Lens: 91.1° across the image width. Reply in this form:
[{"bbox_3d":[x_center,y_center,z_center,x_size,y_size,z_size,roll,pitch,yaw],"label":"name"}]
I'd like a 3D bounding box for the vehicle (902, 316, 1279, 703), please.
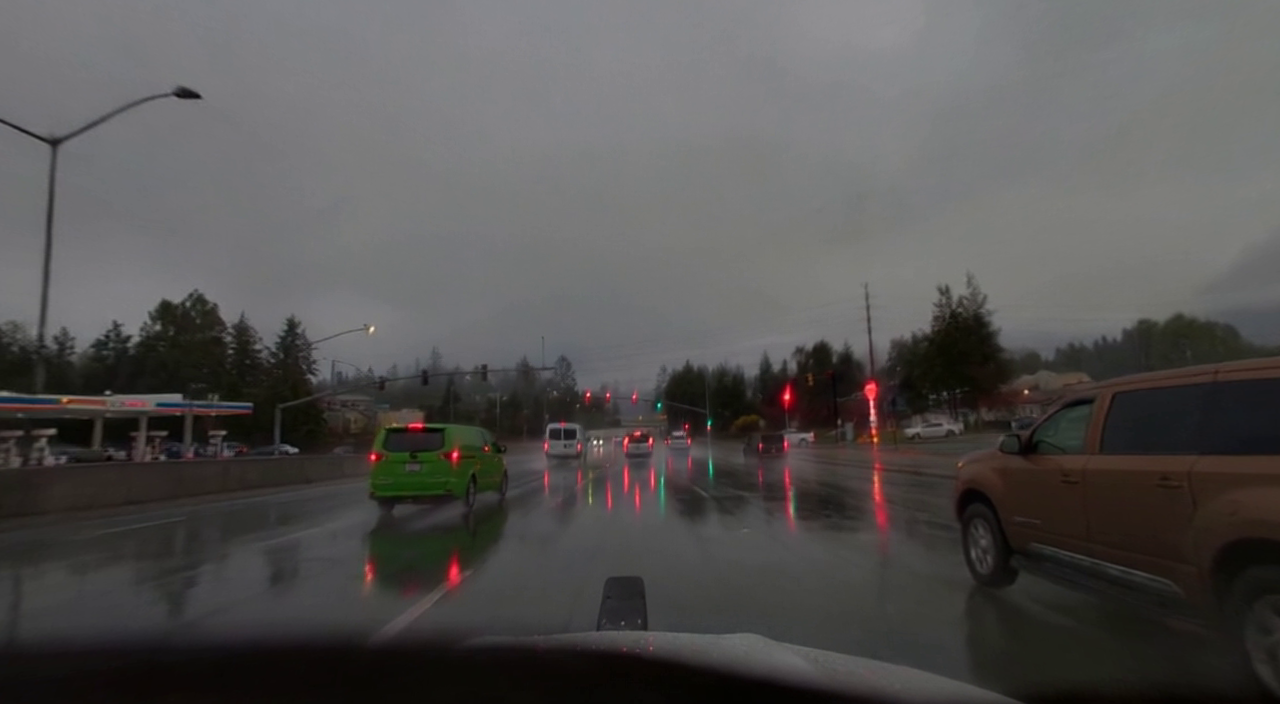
[{"bbox_3d":[3.738,0.937,3.971,2.055,1.786,4.817,0,-8,0],"label":"vehicle"}]

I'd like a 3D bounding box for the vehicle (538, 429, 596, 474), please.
[{"bbox_3d":[-3.314,4.631,29.524,2.025,1.936,4.995,0,-8,1],"label":"vehicle"}]

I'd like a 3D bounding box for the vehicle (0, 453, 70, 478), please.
[{"bbox_3d":[-46.668,8.550,47.496,4.918,1.754,2.120,0,-8,0],"label":"vehicle"}]

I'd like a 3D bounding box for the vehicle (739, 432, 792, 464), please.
[{"bbox_3d":[7.137,5.501,36.208,2.119,1.696,4.623,0,-8,0],"label":"vehicle"}]

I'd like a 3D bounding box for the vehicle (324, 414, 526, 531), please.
[{"bbox_3d":[-3.697,2.174,12.037,2.002,1.747,5.173,0,-8,0],"label":"vehicle"}]

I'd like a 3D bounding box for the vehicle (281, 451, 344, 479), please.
[{"bbox_3d":[-20.714,7.152,39.970,2.324,1.551,4.965,2,-8,-13],"label":"vehicle"}]

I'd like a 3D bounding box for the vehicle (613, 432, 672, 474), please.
[{"bbox_3d":[0.083,4.571,28.771,2.426,1.703,5.602,0,-8,0],"label":"vehicle"}]
